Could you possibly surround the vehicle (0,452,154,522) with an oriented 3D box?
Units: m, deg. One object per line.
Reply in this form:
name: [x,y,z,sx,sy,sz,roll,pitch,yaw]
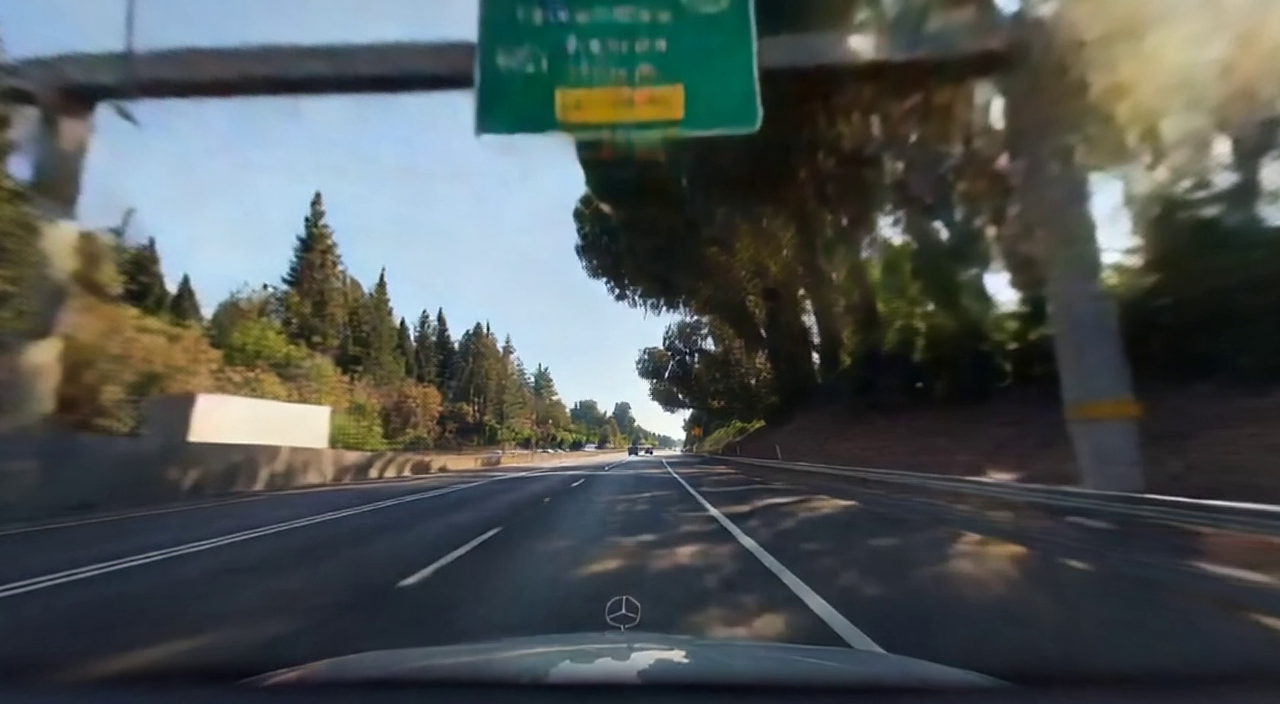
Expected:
vehicle: [-13.775,3.048,14.656,1.704,1.396,4.014,-1,-9,1]
